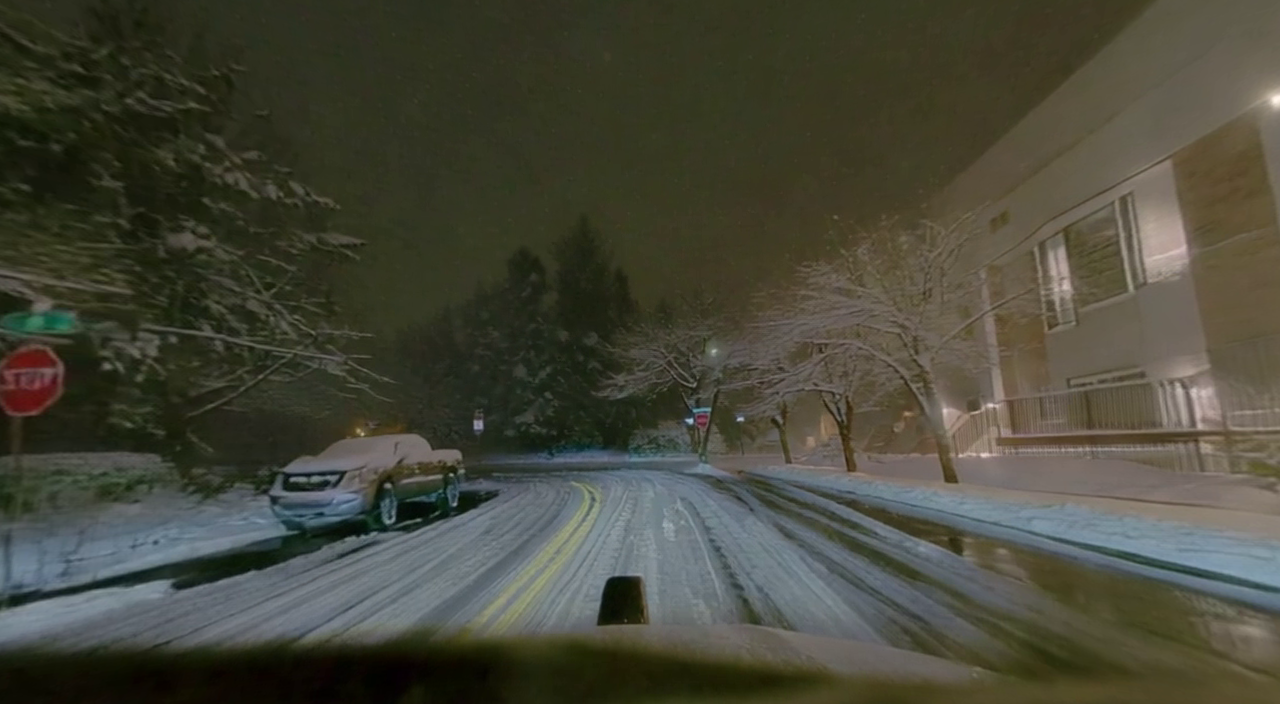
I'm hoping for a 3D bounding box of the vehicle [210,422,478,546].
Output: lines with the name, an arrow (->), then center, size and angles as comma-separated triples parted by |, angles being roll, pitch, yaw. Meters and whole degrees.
vehicle -> -5.497, 2.507, 13.073 | 2.308, 1.899, 6.107 | -2, -8, 4
